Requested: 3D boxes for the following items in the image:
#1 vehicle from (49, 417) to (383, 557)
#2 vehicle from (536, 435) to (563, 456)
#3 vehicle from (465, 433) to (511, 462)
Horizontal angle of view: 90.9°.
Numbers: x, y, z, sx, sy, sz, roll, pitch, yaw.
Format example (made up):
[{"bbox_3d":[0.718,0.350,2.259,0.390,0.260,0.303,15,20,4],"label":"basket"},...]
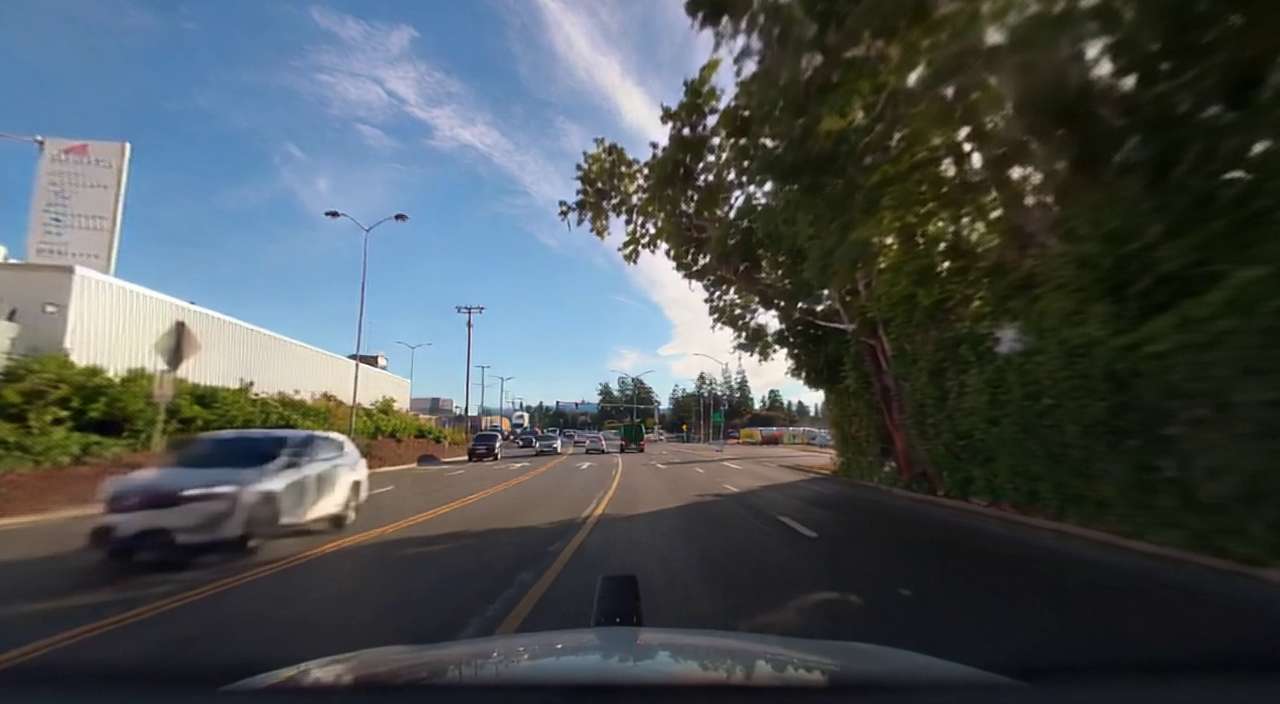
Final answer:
[{"bbox_3d":[-5.751,1.839,9.334,2.120,1.610,3.917,0,-8,2],"label":"vehicle"},{"bbox_3d":[-6.839,7.102,47.863,1.727,1.519,3.805,0,-8,-4],"label":"vehicle"},{"bbox_3d":[-9.114,5.735,38.042,1.957,1.588,3.965,0,-8,-2],"label":"vehicle"}]
